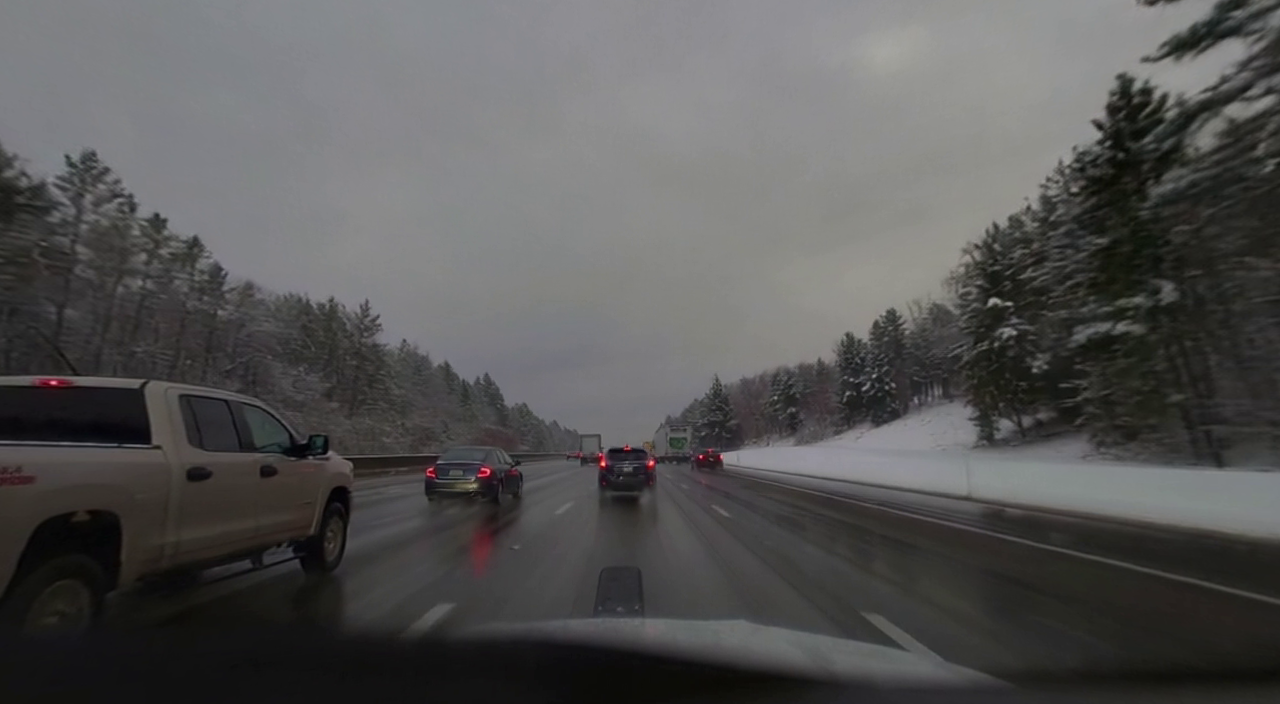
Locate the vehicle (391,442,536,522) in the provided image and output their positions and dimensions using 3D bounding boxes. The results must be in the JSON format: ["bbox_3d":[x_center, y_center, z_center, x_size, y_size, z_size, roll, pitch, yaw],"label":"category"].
[{"bbox_3d":[-3.733,2.824,14.281,1.988,1.501,4.438,0,-9,0],"label":"vehicle"}]

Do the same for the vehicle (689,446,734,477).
[{"bbox_3d":[3.716,5.772,33.388,1.858,1.537,3.838,0,-9,-2],"label":"vehicle"}]

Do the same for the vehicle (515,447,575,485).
[{"bbox_3d":[-3.965,4.846,27.054,1.999,1.484,4.269,0,-9,-1],"label":"vehicle"}]

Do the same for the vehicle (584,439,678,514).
[{"bbox_3d":[-0.207,2.922,15.200,1.996,1.574,3.426,0,-9,0],"label":"vehicle"}]

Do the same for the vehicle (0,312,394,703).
[{"bbox_3d":[-3.886,1.070,4.532,2.243,1.889,4.949,0,-9,0],"label":"vehicle"}]
